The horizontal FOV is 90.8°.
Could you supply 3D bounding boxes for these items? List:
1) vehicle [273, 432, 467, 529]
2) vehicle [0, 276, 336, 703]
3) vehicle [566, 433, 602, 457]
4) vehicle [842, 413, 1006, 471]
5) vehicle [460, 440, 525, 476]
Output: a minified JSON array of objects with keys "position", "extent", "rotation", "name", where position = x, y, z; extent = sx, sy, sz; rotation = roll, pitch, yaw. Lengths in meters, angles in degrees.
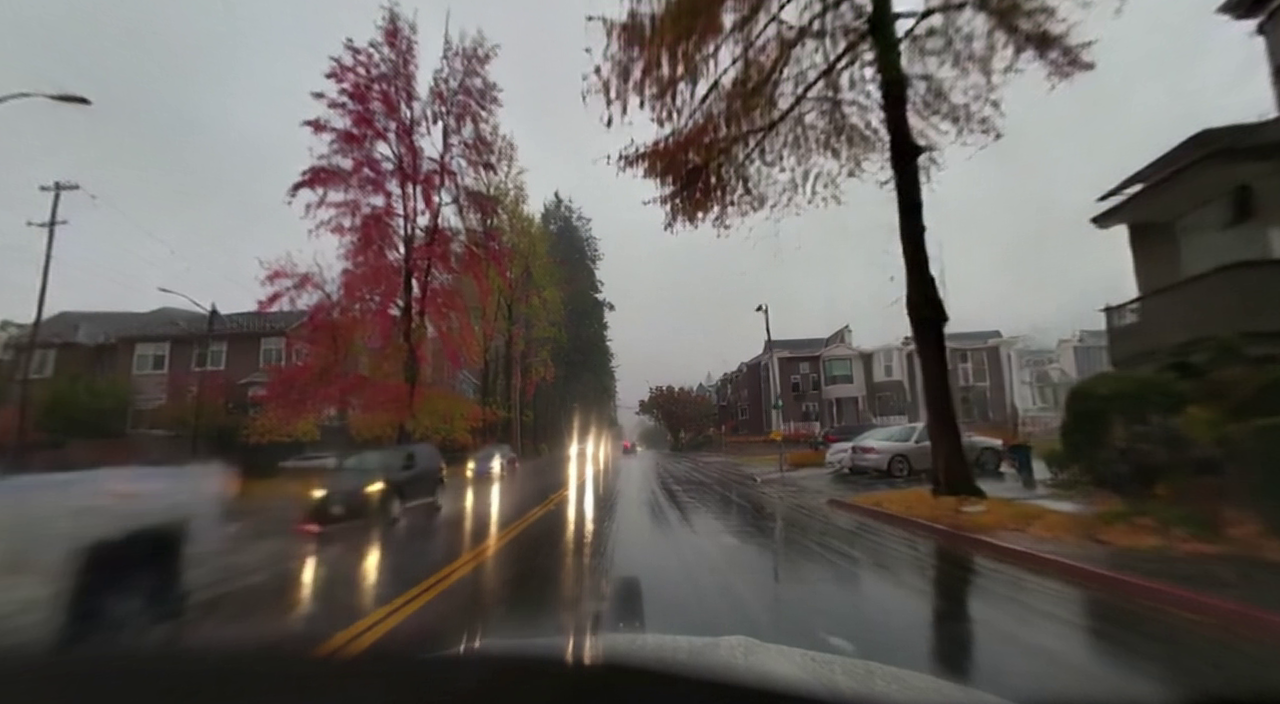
[{"position":[-5.534,2.680,13.866],"extent":[2.481,1.714,4.702],"rotation":[0,-9,-5],"name":"vehicle"},{"position":[-3.480,0.687,2.128],"extent":[2.275,1.953,5.423],"rotation":[0,-9,-1],"name":"vehicle"},{"position":[-4.219,7.161,48.560],"extent":[2.356,1.702,4.700],"rotation":[0,-8,0],"name":"vehicle"},{"position":[9.239,2.997,20.946],"extent":[4.385,1.612,2.070],"rotation":[-4,-9,4],"name":"vehicle"},{"position":[-6.566,4.742,28.570],"extent":[1.968,1.483,4.279],"rotation":[0,-8,-1],"name":"vehicle"}]
